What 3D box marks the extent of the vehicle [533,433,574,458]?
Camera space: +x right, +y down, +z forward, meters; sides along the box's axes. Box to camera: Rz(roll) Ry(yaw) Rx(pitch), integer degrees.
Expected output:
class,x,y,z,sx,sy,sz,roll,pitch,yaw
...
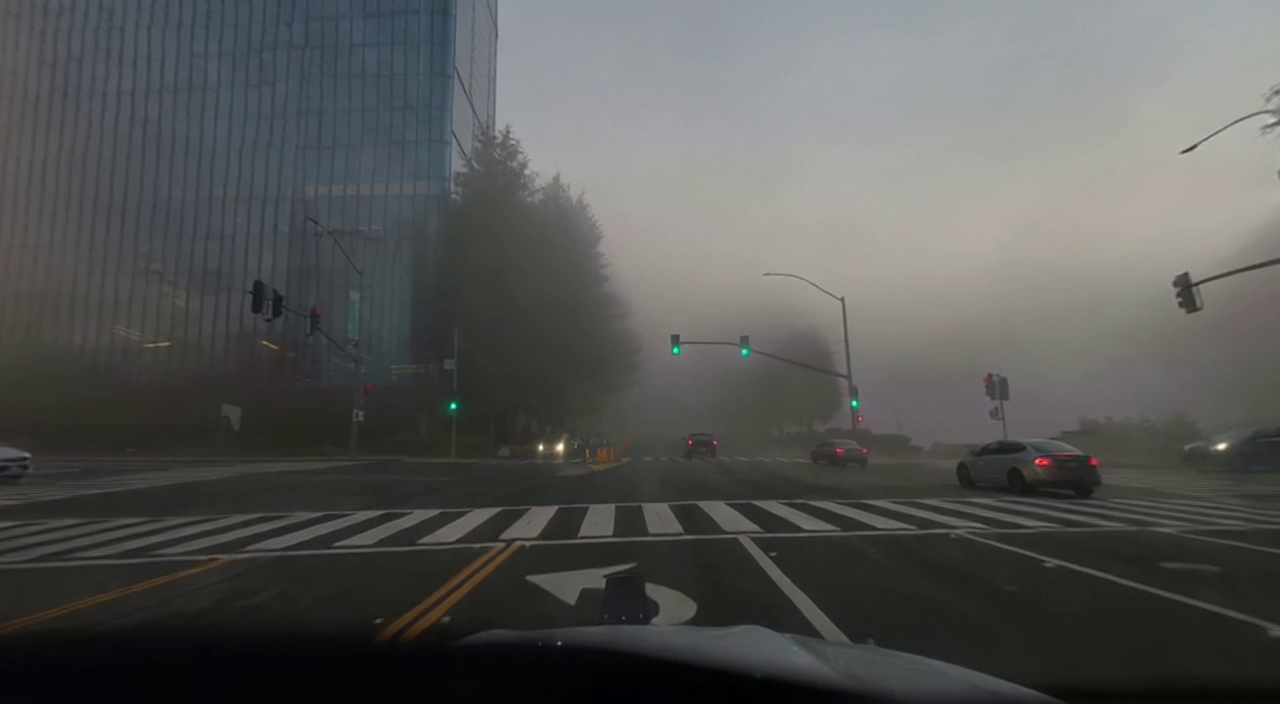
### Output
class,x,y,z,sx,sy,sz,roll,pitch,yaw
vehicle,-6.075,6.618,44.471,2.182,1.677,4.384,0,-8,1

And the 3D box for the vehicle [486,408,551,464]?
class,x,y,z,sx,sy,sz,roll,pitch,yaw
vehicle,-9.215,6.339,48.610,3.191,3.314,7.914,-5,-2,0

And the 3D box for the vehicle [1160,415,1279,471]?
class,x,y,z,sx,sy,sz,roll,pitch,yaw
vehicle,23.941,3.478,23.794,6.170,1.978,2.399,0,-10,0

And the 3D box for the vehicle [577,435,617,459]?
class,x,y,z,sx,sy,sz,roll,pitch,yaw
vehicle,-2.746,6.195,41.177,2.147,1.481,4.331,0,-8,2

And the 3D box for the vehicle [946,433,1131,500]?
class,x,y,z,sx,sy,sz,roll,pitch,yaw
vehicle,9.892,2.855,16.092,1.896,1.463,4.296,0,-8,0

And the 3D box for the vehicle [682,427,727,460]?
class,x,y,z,sx,sy,sz,roll,pitch,yaw
vehicle,3.753,5.446,37.337,2.203,1.801,4.331,0,-8,0

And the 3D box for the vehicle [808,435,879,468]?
class,x,y,z,sx,sy,sz,roll,pitch,yaw
vehicle,9.507,4.671,29.680,1.860,1.460,4.379,0,-8,0
